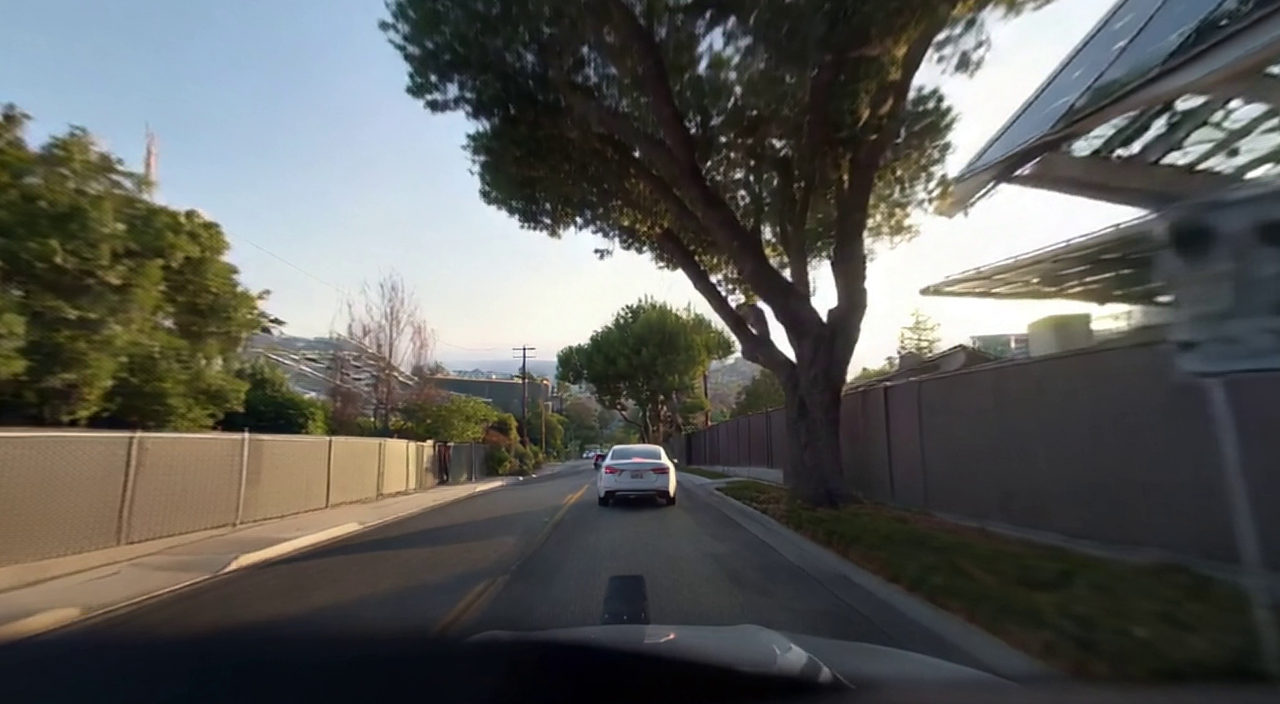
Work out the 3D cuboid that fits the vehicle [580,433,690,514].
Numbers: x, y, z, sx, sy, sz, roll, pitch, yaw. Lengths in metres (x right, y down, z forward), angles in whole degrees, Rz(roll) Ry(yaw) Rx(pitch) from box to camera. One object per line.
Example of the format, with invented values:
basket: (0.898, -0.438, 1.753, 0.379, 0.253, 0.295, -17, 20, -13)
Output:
vehicle: (-0.142, 2.562, 13.884, 2.060, 1.487, 3.920, 0, -8, -1)
